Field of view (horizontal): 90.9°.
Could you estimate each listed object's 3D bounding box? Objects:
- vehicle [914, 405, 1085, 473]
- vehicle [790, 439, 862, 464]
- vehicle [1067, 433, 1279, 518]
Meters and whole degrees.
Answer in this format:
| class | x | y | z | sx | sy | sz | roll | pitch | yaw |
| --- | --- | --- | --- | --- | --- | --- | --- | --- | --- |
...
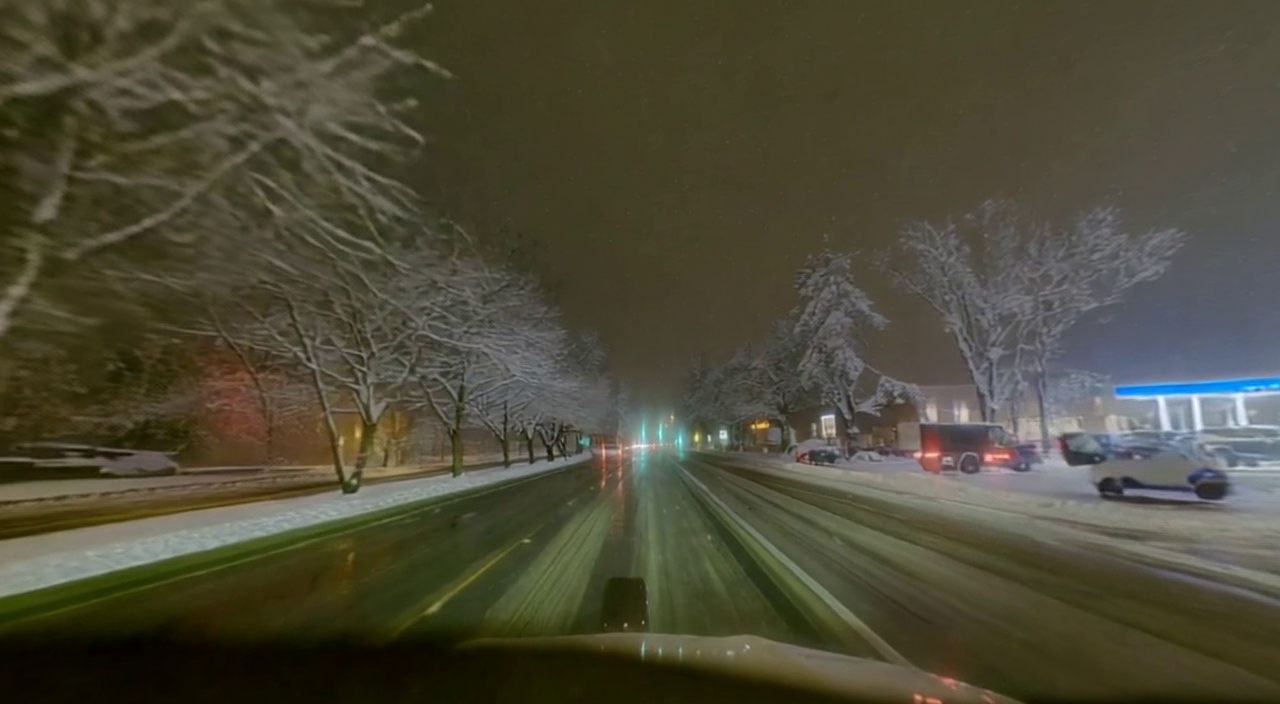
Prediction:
| class | x | y | z | sx | sy | sz | roll | pitch | yaw |
| --- | --- | --- | --- | --- | --- | --- | --- | --- | --- |
| vehicle | 15.225 | 3.728 | 26.999 | 5.820 | 2.752 | 2.234 | 0 | -8 | -1 |
| vehicle | 12.918 | 6.903 | 43.811 | 4.359 | 1.656 | 1.894 | 2 | -9 | -13 |
| vehicle | 11.656 | 2.528 | 13.512 | 1.967 | 1.500 | 4.353 | -1 | -8 | 1 |
